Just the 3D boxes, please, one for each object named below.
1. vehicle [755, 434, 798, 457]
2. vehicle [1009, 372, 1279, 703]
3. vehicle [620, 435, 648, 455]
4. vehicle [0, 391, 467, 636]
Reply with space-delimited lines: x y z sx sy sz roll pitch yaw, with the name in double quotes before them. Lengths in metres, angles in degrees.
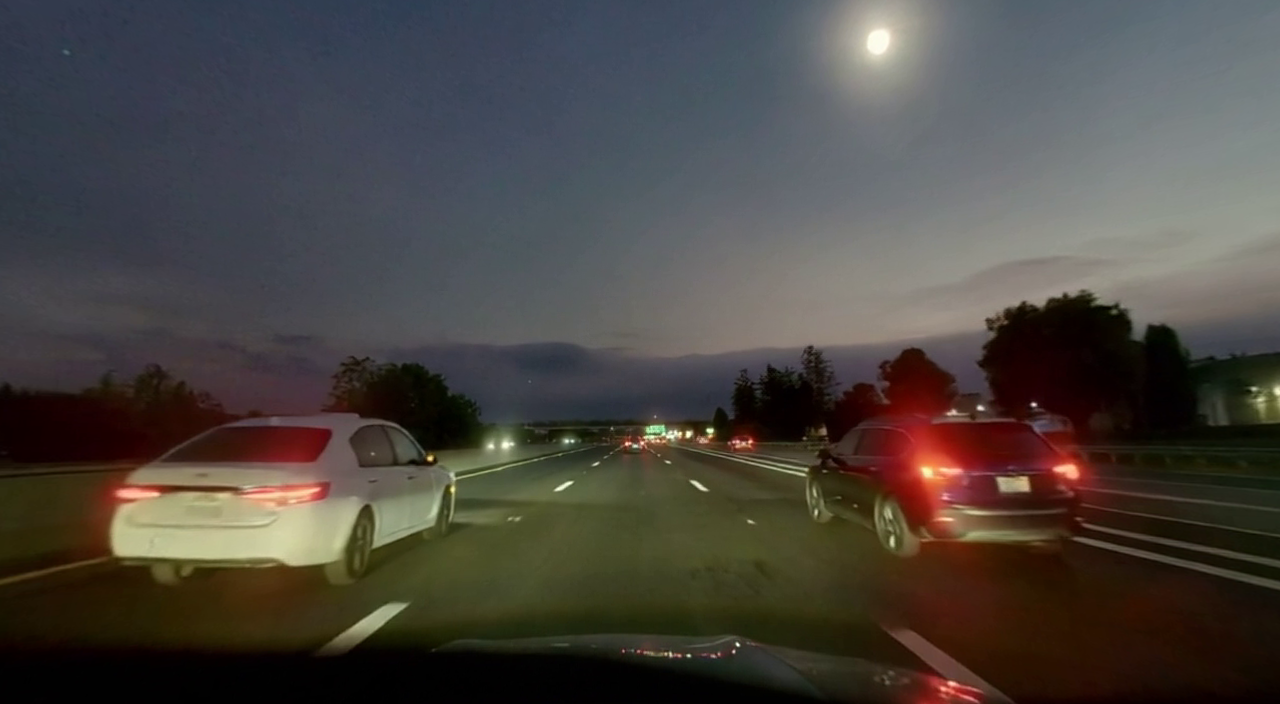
"vehicle" 9.307 6.367 43.154 1.921 1.477 4.132 0 -8 -2
"vehicle" 3.596 0.798 1.578 2.240 1.646 4.949 0 -8 -2
"vehicle" -0.474 7.195 48.865 2.103 1.512 4.155 0 -8 -1
"vehicle" -3.472 1.393 6.621 1.993 1.629 4.674 0 -8 0
